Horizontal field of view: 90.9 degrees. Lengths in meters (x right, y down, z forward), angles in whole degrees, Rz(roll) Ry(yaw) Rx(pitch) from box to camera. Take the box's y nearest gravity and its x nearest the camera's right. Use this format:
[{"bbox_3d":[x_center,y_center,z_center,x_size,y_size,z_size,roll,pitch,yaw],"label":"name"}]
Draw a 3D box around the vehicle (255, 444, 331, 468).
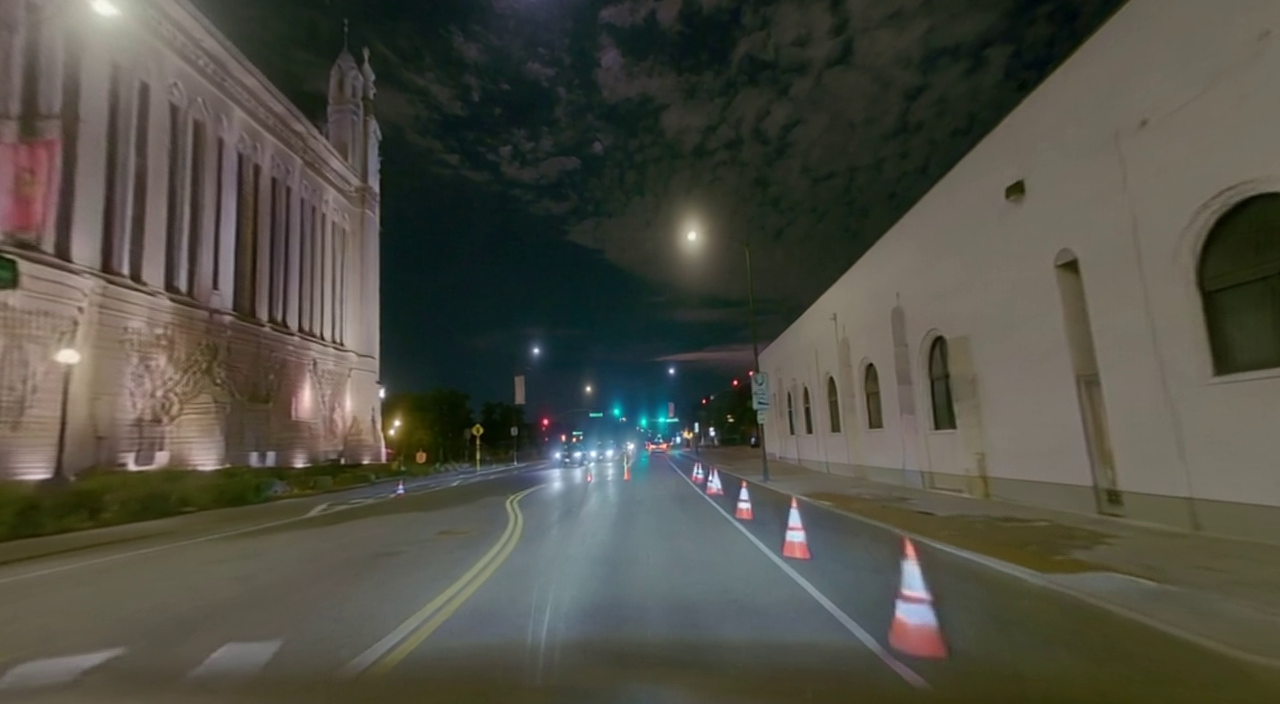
[{"bbox_3d":[-26.099,7.806,47.514,4.445,1.753,2.044,0,-8,0],"label":"vehicle"}]
